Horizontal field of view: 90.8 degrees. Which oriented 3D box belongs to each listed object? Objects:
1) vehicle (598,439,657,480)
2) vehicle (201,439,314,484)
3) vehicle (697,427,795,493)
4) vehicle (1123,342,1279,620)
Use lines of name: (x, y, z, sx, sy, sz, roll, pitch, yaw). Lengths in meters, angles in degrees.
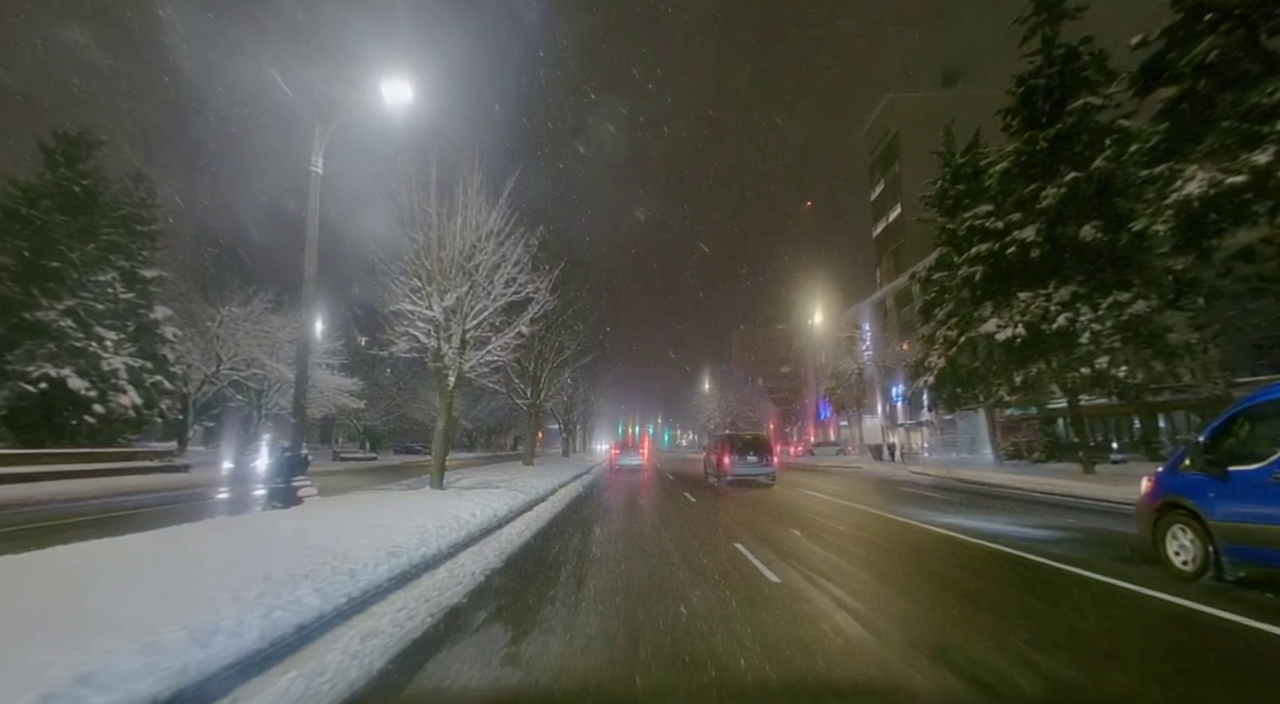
vehicle: (-0.447, 4.093, 24.354, 2.095, 1.456, 3.873, 0, -8, 0)
vehicle: (-15.283, 4.372, 25.567, 1.919, 1.666, 4.288, 0, -8, 0)
vehicle: (3.003, 3.166, 18.892, 2.047, 1.711, 4.265, 0, -8, -2)
vehicle: (6.271, 0.804, 3.566, 2.573, 2.127, 5.568, 0, -8, -1)
